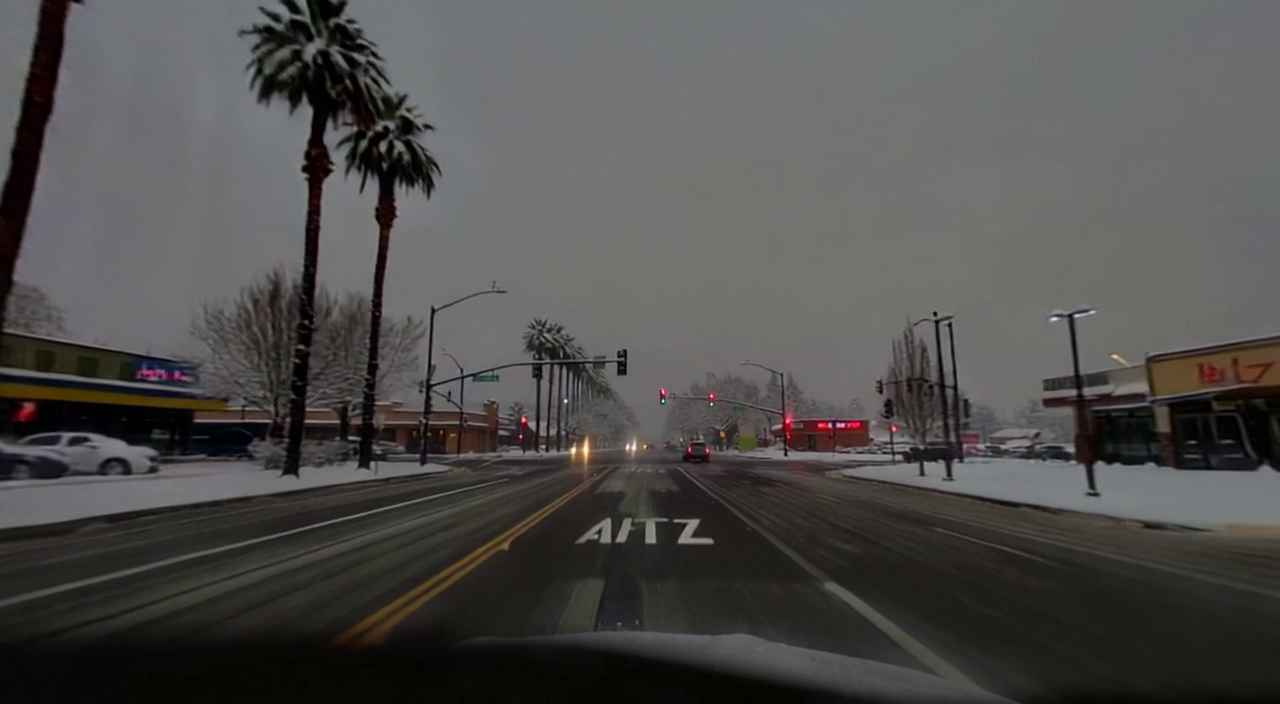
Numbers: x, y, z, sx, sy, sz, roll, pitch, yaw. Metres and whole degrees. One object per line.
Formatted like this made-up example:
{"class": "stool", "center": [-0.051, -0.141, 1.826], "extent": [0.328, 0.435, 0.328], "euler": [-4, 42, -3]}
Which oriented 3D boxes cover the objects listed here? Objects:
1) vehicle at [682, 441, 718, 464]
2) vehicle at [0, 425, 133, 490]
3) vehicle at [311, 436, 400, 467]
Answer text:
{"class": "vehicle", "center": [4.066, 6.926, 43.372], "extent": [2.065, 1.507, 4.225], "euler": [0, -9, -1]}
{"class": "vehicle", "center": [-19.526, 3.285, 19.741], "extent": [5.049, 1.874, 2.462], "euler": [0, -9, 0]}
{"class": "vehicle", "center": [-19.447, 6.814, 43.194], "extent": [4.901, 2.064, 2.296], "euler": [0, -8, 1]}
